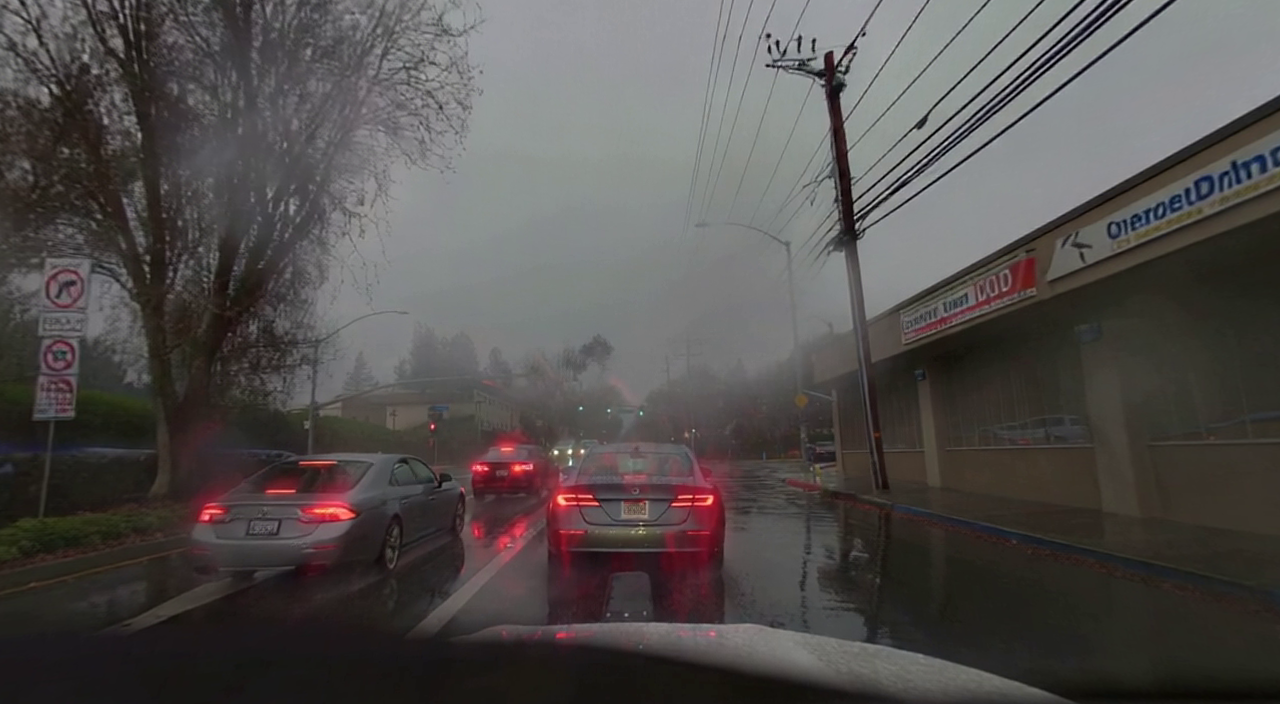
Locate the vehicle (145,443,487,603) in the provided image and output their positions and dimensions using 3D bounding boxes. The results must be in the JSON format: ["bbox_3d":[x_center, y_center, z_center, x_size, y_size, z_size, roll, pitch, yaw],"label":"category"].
[{"bbox_3d":[-3.222,1.744,7.352,1.765,1.319,4.013,0,-9,2],"label":"vehicle"}]

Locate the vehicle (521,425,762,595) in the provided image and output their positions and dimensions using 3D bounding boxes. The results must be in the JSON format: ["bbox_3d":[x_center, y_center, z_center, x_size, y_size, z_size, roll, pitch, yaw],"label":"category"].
[{"bbox_3d":[0.001,1.681,7.547,2.101,1.469,3.955,0,-9,0],"label":"vehicle"}]
